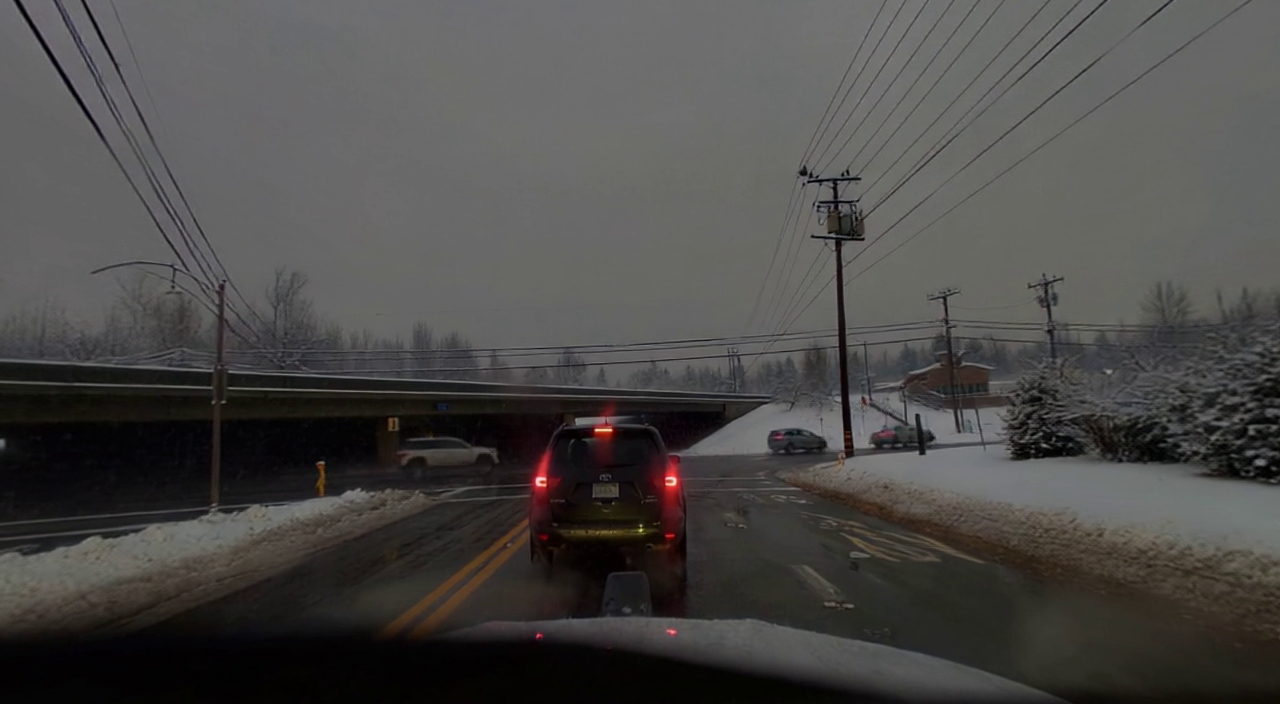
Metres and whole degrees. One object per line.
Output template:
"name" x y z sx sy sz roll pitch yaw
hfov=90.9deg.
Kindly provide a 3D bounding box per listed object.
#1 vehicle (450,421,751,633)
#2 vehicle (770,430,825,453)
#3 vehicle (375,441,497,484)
"vehicle" -0.240 1.526 6.470 2.090 1.458 4.033 -1 -9 1
"vehicle" 12.051 6.859 48.041 1.986 1.667 4.748 -8 -12 43
"vehicle" -8.446 4.556 26.402 1.901 1.637 4.435 -9 -12 44
